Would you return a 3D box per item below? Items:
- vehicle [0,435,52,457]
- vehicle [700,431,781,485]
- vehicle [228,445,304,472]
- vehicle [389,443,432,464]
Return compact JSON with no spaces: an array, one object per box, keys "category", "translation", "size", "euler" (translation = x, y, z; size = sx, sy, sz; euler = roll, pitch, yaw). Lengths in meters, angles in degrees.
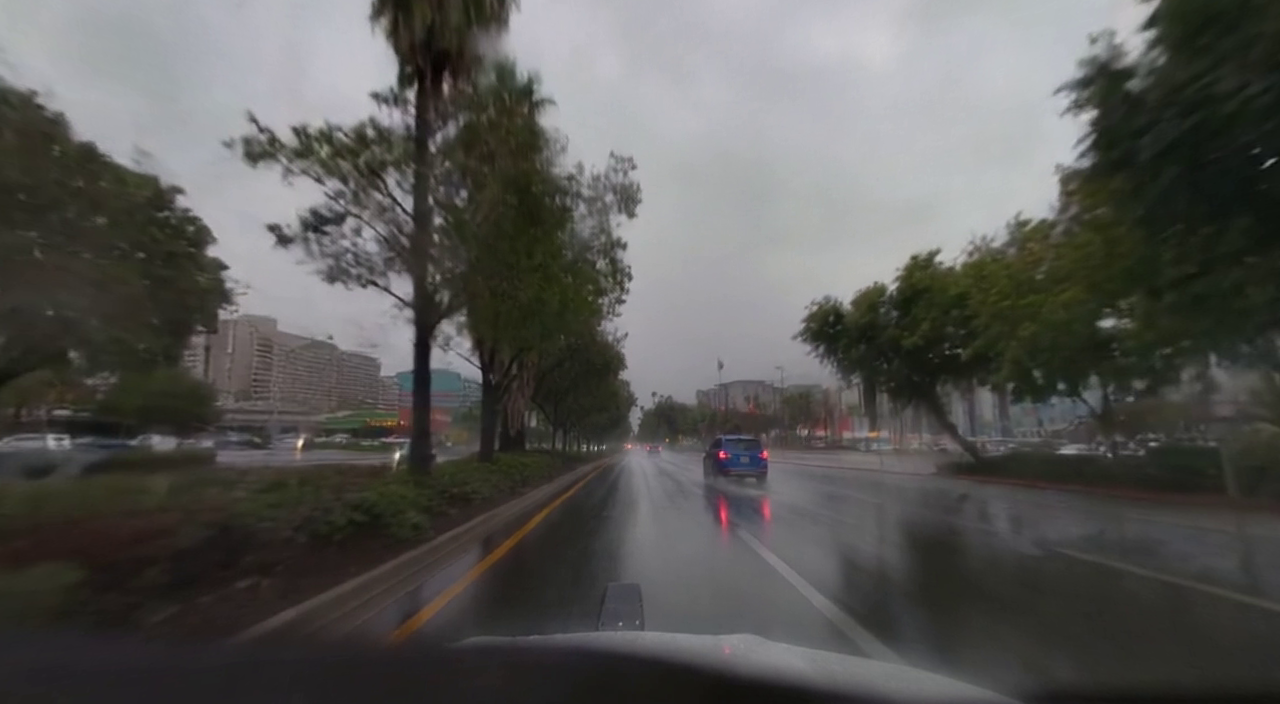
[{"category":"vehicle","translation":[-44.159,6.575,44.086],"size":[4.211,1.491,2.000],"euler":[0,-8,0]},{"category":"vehicle","translation":[3.432,3.719,22.418],"size":[2.072,1.696,4.177],"euler":[1,-8,-2]},{"category":"vehicle","translation":[-22.091,6.293,37.540],"size":[1.813,1.484,4.374],"euler":[0,-8,1]},{"category":"vehicle","translation":[-17.871,7.911,49.389],"size":[1.764,1.476,4.349],"euler":[0,-8,0]}]
